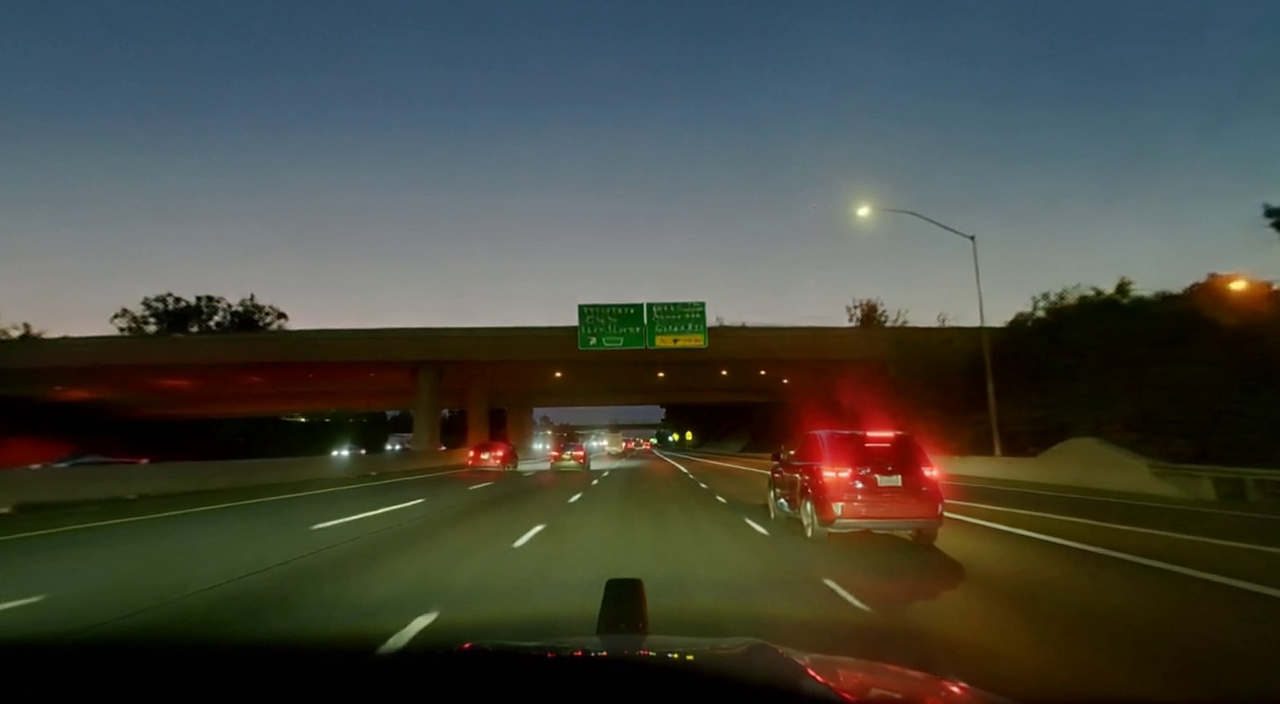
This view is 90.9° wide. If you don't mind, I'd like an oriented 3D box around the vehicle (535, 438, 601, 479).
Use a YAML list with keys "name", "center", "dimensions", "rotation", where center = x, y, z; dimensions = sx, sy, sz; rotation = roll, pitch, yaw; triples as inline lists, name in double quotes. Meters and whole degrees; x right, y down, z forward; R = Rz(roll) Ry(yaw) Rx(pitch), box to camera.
- name: "vehicle"
  center: [-3.069, 4.661, 27.924]
  dimensions: [2.210, 1.628, 4.586]
  rotation: [-1, -9, 2]

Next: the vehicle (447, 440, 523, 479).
- name: "vehicle"
  center: [-6.710, 4.735, 27.970]
  dimensions: [2.069, 1.551, 4.830]
  rotation: [0, -9, 1]
